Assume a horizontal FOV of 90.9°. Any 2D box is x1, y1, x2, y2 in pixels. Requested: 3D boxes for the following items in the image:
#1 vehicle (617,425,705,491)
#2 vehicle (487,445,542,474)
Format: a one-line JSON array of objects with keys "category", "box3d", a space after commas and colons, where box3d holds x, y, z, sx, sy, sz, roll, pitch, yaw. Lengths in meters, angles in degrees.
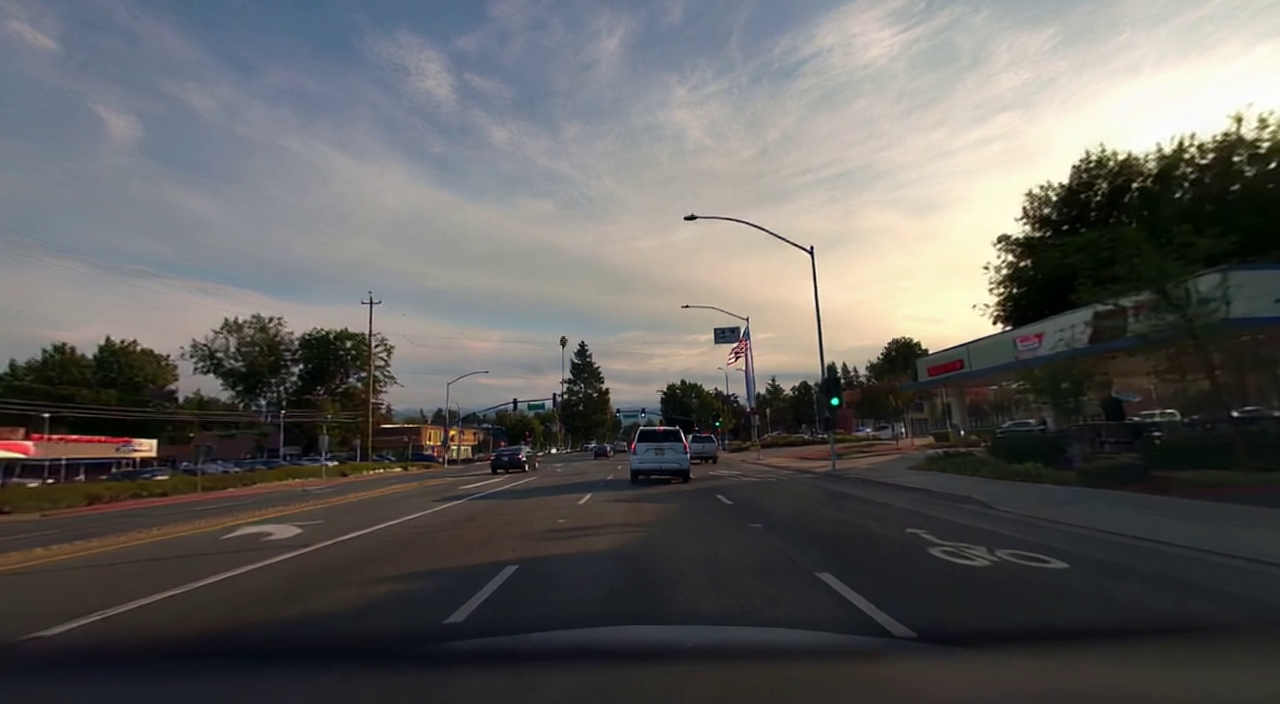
[{"category": "vehicle", "box3d": [0.584, 3.390, 20.630, 2.513, 1.854, 5.235, 0, -8, 0]}, {"category": "vehicle", "box3d": [-6.628, 5.711, 33.852, 1.966, 1.461, 4.422, 0, -8, 1]}]
